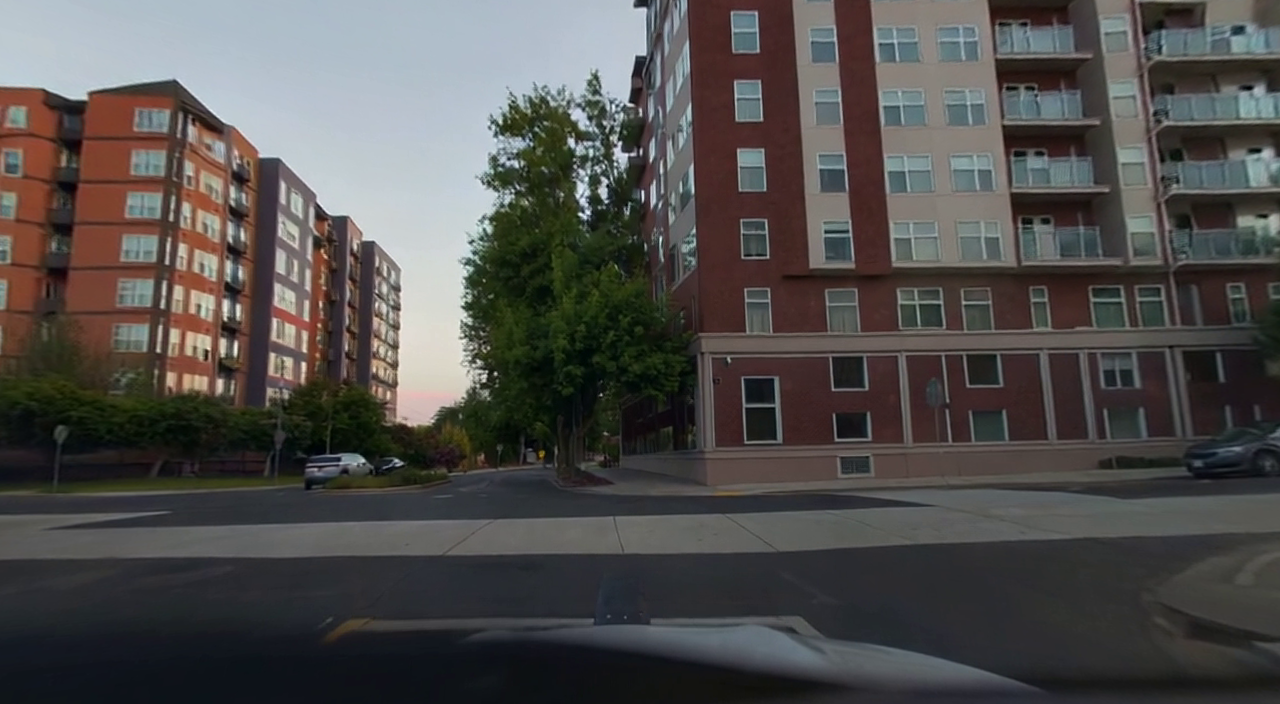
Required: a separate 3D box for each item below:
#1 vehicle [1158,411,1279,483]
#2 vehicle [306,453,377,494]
[{"bbox_3d":[18.405,2.643,17.902,5.213,1.850,2.126,-3,-10,4],"label":"vehicle"},{"bbox_3d":[-13.211,5.336,28.150,2.027,1.475,4.522,0,-8,-15],"label":"vehicle"}]
